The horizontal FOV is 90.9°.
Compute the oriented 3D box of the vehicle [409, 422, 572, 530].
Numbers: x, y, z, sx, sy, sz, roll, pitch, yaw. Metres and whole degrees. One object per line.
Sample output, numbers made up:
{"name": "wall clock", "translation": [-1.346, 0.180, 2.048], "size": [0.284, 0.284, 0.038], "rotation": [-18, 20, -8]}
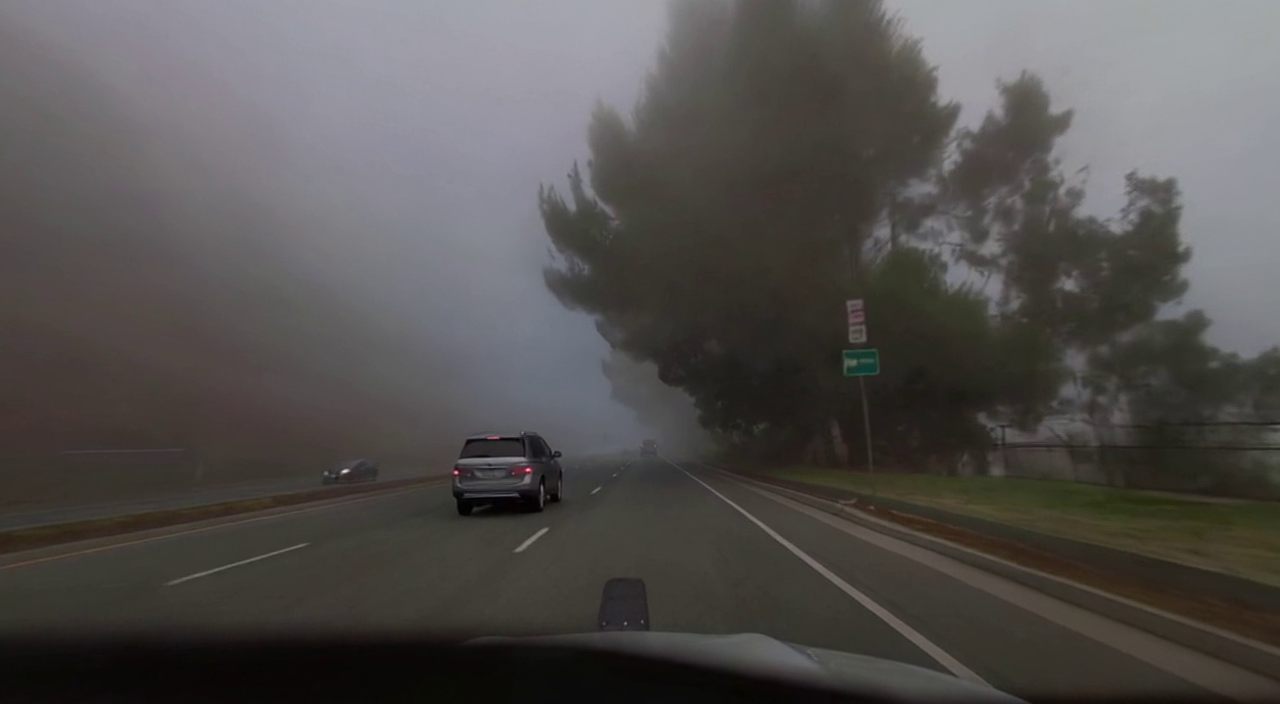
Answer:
{"name": "vehicle", "translation": [-2.865, 2.505, 13.394], "size": [2.160, 1.855, 4.695], "rotation": [0, -8, 2]}

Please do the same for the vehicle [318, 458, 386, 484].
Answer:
{"name": "vehicle", "translation": [-18.714, 7.702, 41.158], "size": [1.978, 1.541, 4.664], "rotation": [-1, -9, 4]}
